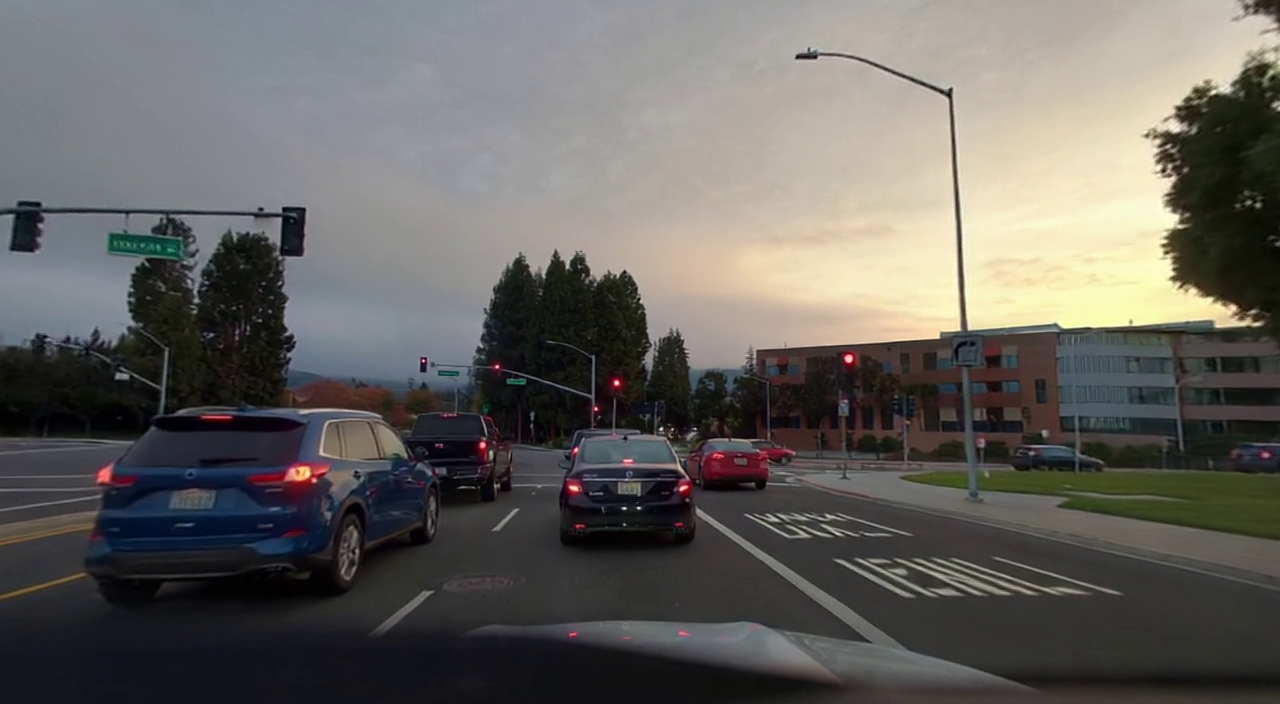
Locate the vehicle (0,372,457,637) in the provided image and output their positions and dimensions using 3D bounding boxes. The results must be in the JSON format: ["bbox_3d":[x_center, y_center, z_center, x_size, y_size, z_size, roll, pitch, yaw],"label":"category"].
[{"bbox_3d":[-3.380,1.324,6.454,1.924,1.737,4.387,0,-8,-3],"label":"vehicle"}]

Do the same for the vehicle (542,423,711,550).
[{"bbox_3d":[-0.328,1.923,9.778,2.001,1.483,4.442,0,-8,-4],"label":"vehicle"}]

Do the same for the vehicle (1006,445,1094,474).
[{"bbox_3d":[26.747,7.019,41.267,4.394,1.802,1.924,0,-8,-3],"label":"vehicle"}]

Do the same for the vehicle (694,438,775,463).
[{"bbox_3d":[5.841,6.099,39.244,4.609,1.513,1.861,1,-8,-5],"label":"vehicle"}]
